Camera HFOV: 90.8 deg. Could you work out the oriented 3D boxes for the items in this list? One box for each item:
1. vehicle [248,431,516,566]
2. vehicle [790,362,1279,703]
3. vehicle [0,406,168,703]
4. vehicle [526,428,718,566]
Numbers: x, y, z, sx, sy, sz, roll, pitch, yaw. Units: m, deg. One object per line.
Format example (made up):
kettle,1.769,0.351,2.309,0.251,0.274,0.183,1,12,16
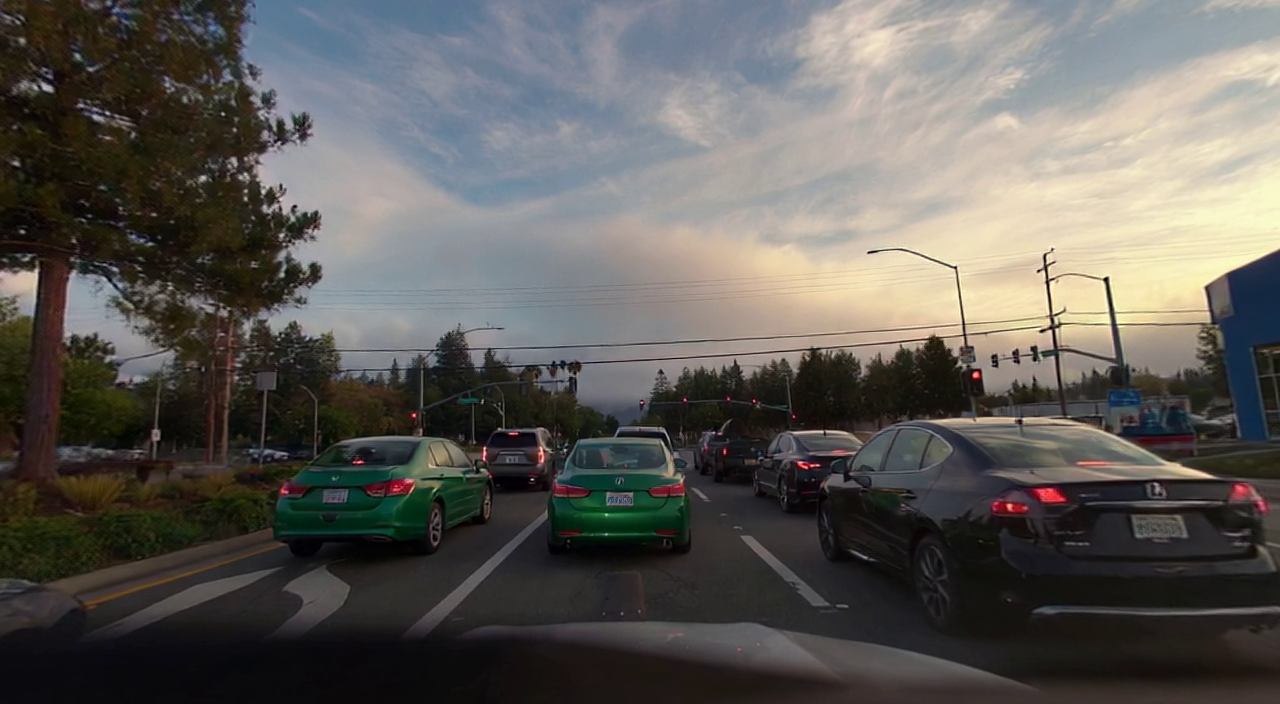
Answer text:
vehicle,-3.205,1.893,8.947,1.917,1.441,4.128,-1,-8,2
vehicle,3.005,1.233,5.427,2.196,1.676,4.865,0,-8,0
vehicle,-3.353,0.713,0.852,1.863,1.448,4.697,0,-8,-1
vehicle,-0.208,1.828,8.700,2.041,1.450,3.847,0,-8,0
